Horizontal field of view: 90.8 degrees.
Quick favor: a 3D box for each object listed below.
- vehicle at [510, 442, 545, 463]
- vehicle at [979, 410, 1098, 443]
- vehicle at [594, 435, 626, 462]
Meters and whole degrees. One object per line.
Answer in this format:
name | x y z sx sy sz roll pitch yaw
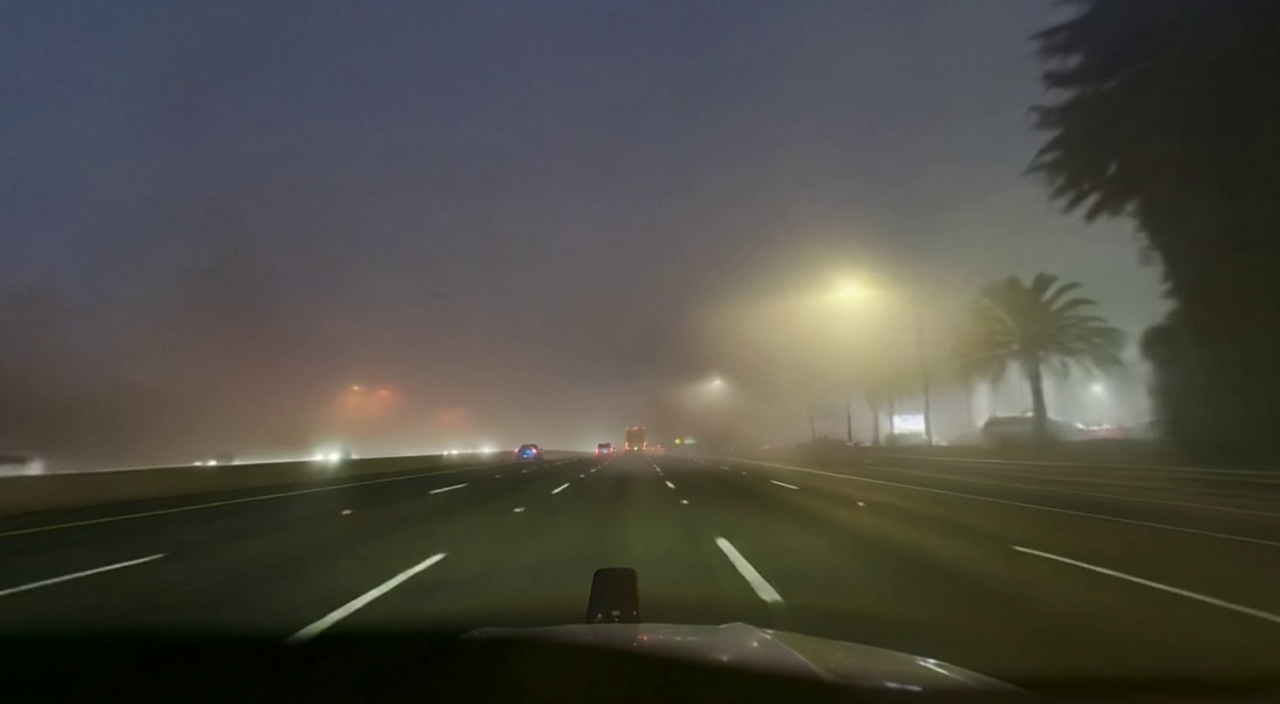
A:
vehicle | -8.734 7.857 49.438 1.971 1.552 4.465 0 -9 0
vehicle | 23.131 4.367 36.822 5.484 1.783 2.076 0 -9 -1
vehicle | -2.317 7.626 49.963 2.390 2.007 4.901 0 -9 -1
